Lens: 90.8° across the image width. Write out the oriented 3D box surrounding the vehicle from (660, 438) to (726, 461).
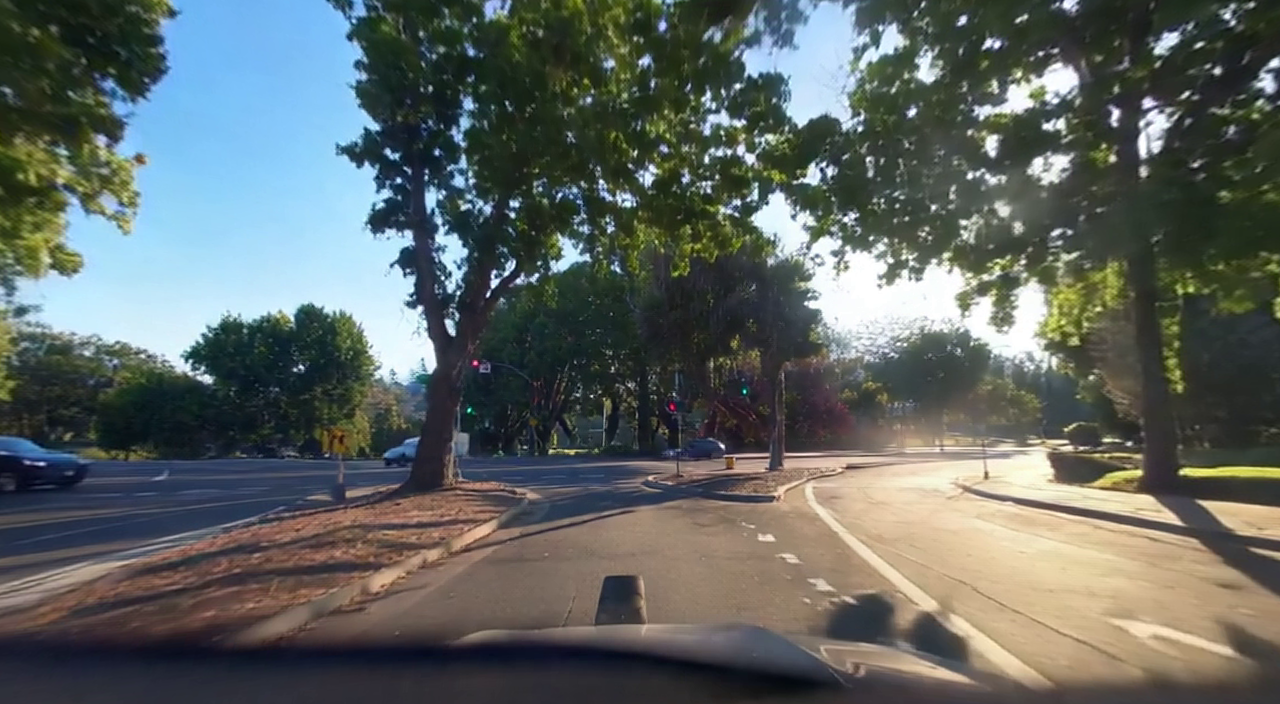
[{"bbox_3d":[4.022,7.370,47.758,4.602,1.667,1.933,5,-10,-29],"label":"vehicle"}]
